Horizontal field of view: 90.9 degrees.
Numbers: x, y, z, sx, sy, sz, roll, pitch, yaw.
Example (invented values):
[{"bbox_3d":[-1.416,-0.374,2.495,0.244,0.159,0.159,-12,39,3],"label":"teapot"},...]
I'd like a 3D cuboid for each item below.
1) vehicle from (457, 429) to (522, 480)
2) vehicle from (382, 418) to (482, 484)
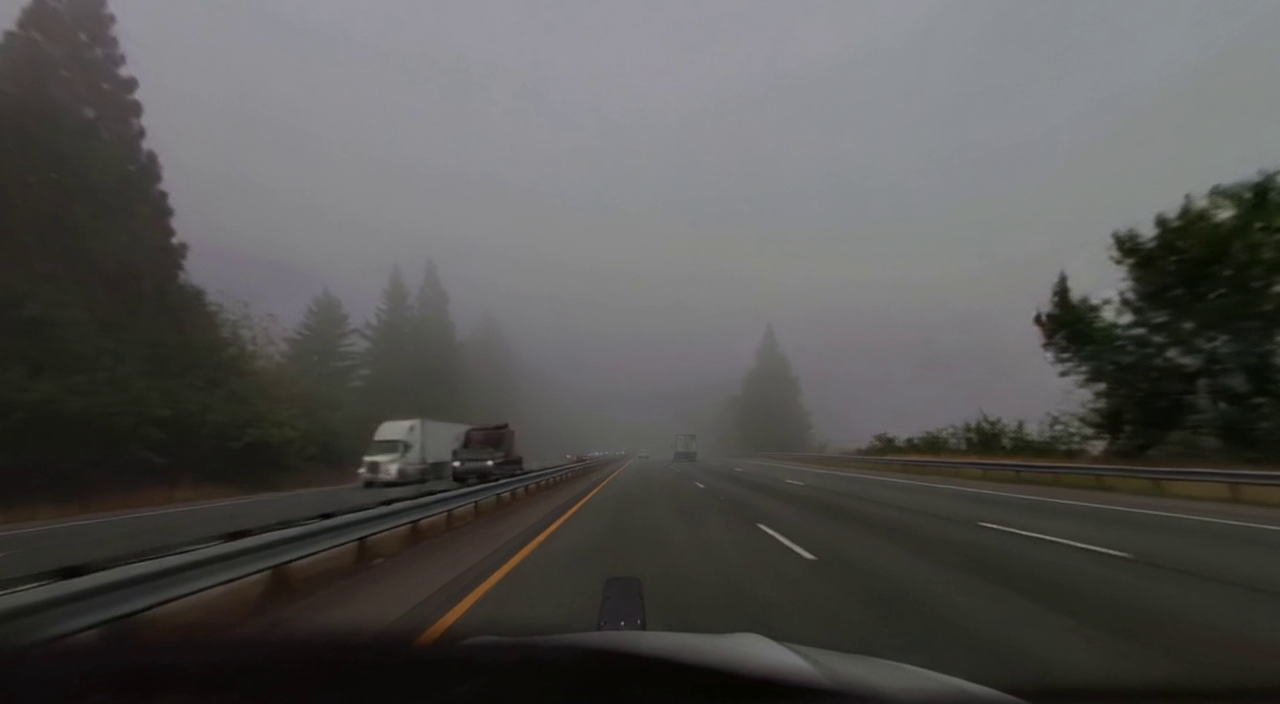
[{"bbox_3d":[-8.507,5.879,36.289,2.278,2.697,5.610,0,-9,0],"label":"vehicle"},{"bbox_3d":[-13.044,6.405,40.797,2.950,3.735,9.889,0,-9,1],"label":"vehicle"}]
